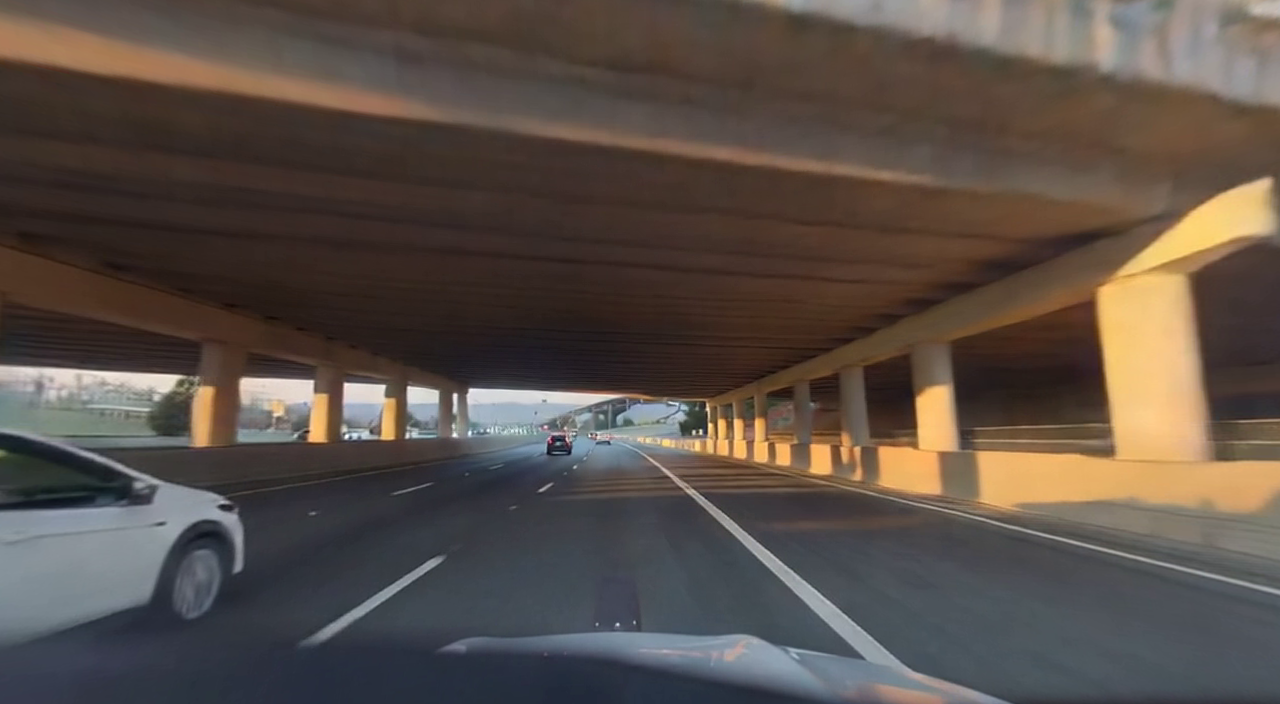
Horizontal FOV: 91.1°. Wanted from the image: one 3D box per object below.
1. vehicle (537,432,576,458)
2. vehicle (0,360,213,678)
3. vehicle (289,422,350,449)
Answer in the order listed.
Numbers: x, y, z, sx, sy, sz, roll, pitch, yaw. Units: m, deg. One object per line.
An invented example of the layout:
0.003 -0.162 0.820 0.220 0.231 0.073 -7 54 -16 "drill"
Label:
-5.625 6.320 42.842 2.123 1.601 4.887 0 -8 -2 "vehicle"
-4.434 0.773 2.504 2.215 1.648 4.713 0 -8 -1 "vehicle"
-23.398 6.121 46.154 2.007 1.846 5.028 0 -8 -2 "vehicle"
